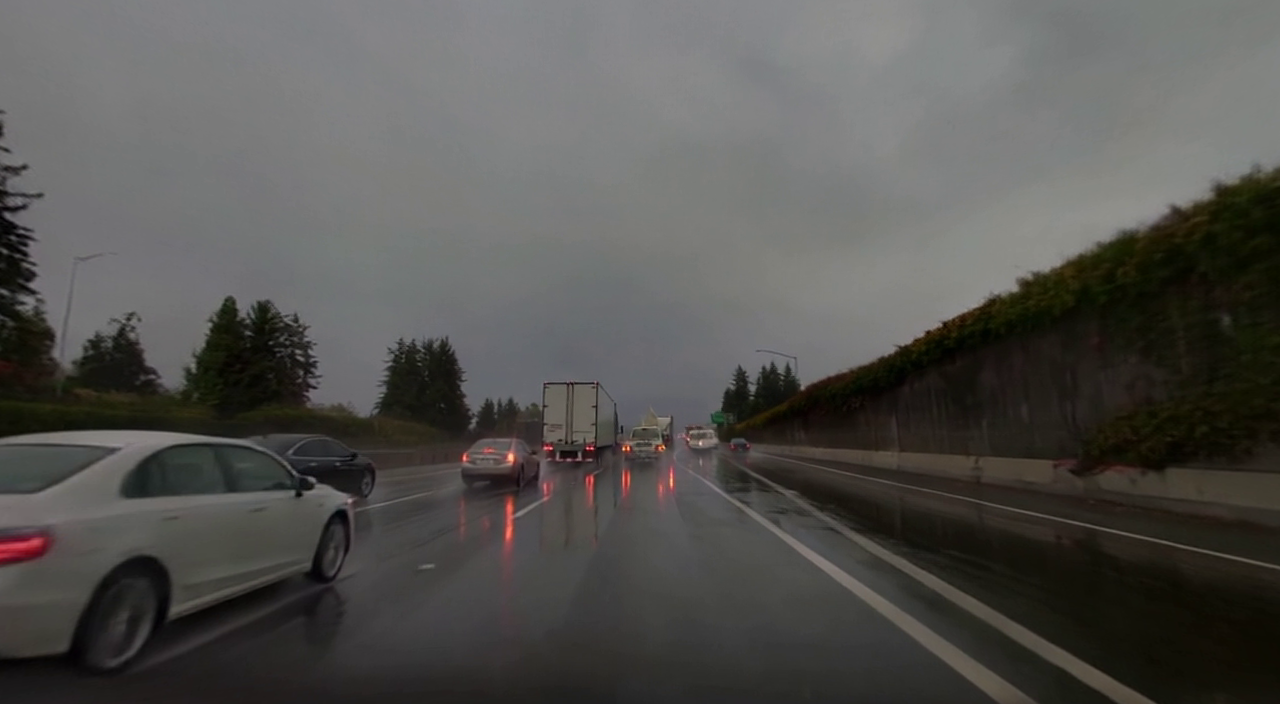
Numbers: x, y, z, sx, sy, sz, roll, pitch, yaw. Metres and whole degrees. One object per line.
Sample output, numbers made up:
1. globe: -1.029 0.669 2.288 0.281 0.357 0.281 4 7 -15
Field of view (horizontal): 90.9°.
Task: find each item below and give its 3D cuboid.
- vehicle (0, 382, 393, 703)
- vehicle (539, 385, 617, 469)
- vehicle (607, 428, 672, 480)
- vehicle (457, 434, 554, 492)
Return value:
1. vehicle: -3.772 1.206 4.712 1.866 1.568 4.603 0 -8 2
2. vehicle: -3.611 5.318 41.950 3.348 4.469 16.443 0 -9 1
3. vehicle: -0.013 3.998 24.887 2.325 1.864 4.128 0 -8 0
4. vehicle: -4.080 3.428 19.797 2.124 1.627 3.863 0 -8 1
